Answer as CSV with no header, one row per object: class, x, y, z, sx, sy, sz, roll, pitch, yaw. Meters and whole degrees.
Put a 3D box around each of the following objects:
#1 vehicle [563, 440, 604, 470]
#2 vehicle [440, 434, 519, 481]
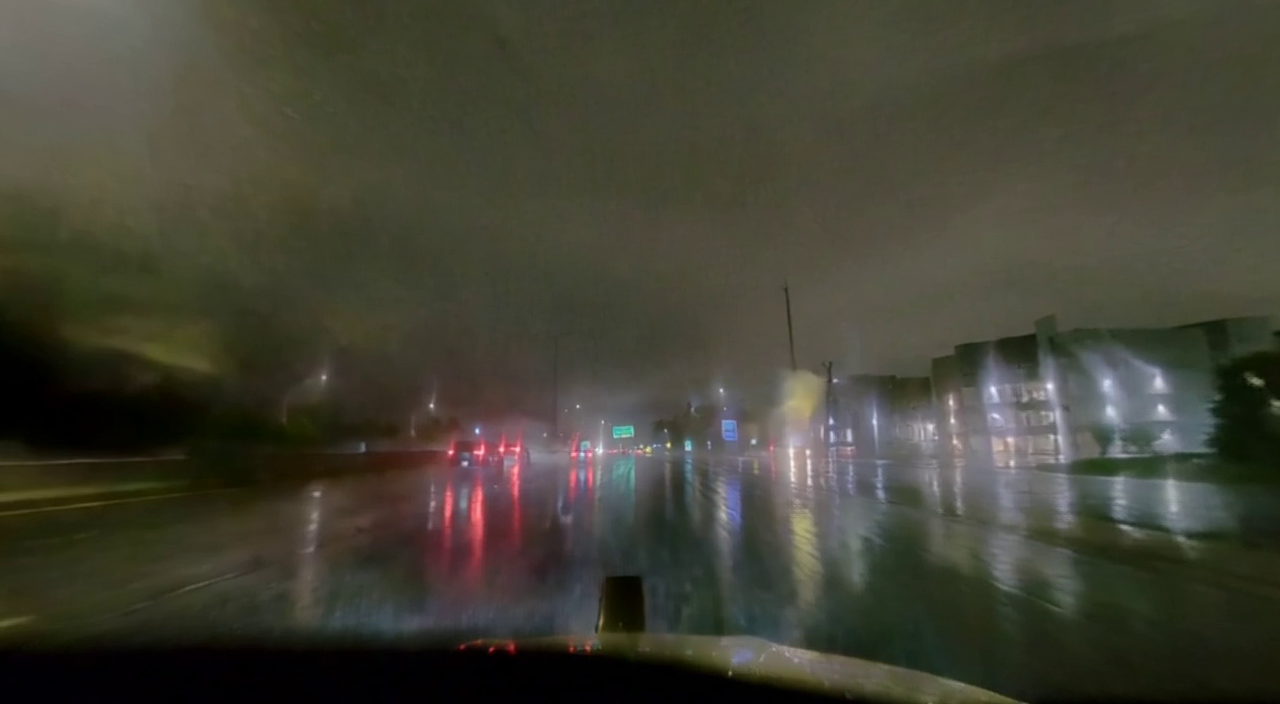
vehicle,-3.303,6.129,37.864,2.027,1.697,4.307,0,-8,0
vehicle,-6.602,4.401,26.616,2.015,1.762,4.790,0,-9,1
